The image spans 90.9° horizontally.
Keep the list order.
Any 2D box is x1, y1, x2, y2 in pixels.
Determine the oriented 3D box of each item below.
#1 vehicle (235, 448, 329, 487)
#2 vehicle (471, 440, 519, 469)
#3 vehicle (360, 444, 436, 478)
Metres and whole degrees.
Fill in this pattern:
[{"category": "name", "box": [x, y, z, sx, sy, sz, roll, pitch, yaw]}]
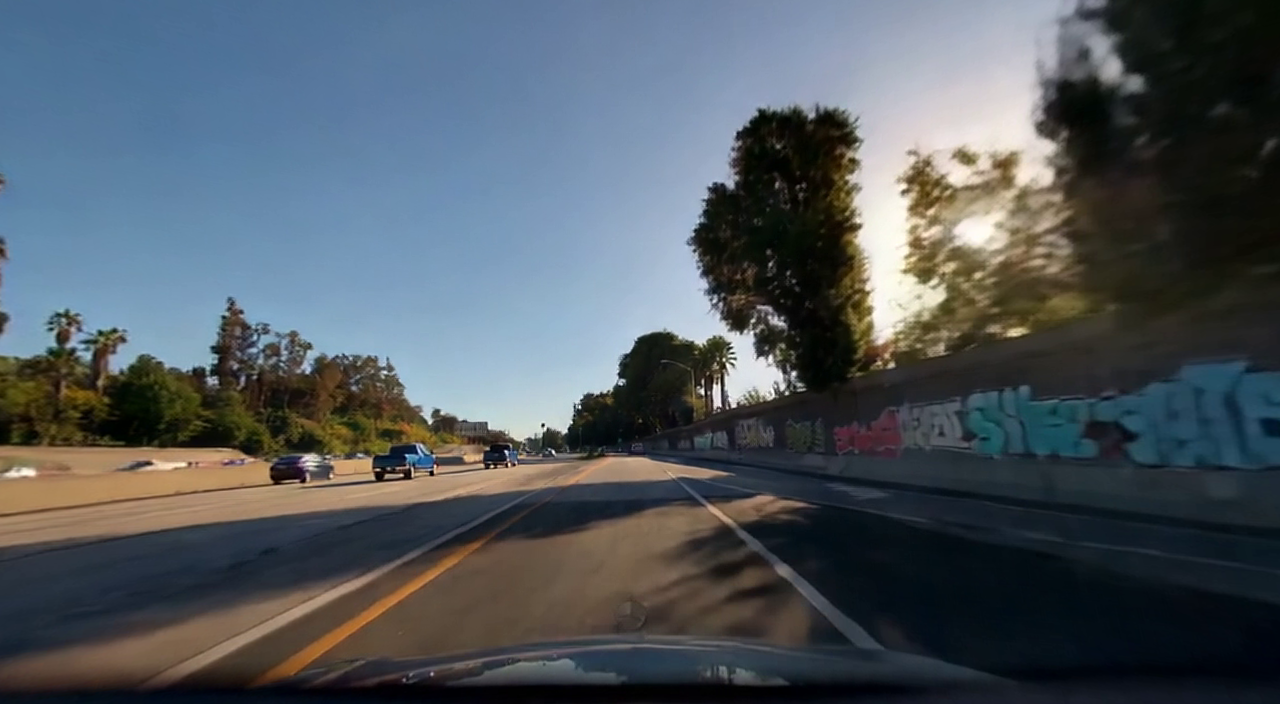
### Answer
[{"category": "vehicle", "box": [-18.323, 5.880, 32.596, 2.078, 1.802, 4.723, 0, -8, 0]}, {"category": "vehicle", "box": [-10.859, 7.697, 47.646, 2.342, 1.999, 5.594, 0, -8, -1]}, {"category": "vehicle", "box": [-14.367, 6.472, 37.854, 2.272, 1.882, 5.941, 0, -8, -1]}]
